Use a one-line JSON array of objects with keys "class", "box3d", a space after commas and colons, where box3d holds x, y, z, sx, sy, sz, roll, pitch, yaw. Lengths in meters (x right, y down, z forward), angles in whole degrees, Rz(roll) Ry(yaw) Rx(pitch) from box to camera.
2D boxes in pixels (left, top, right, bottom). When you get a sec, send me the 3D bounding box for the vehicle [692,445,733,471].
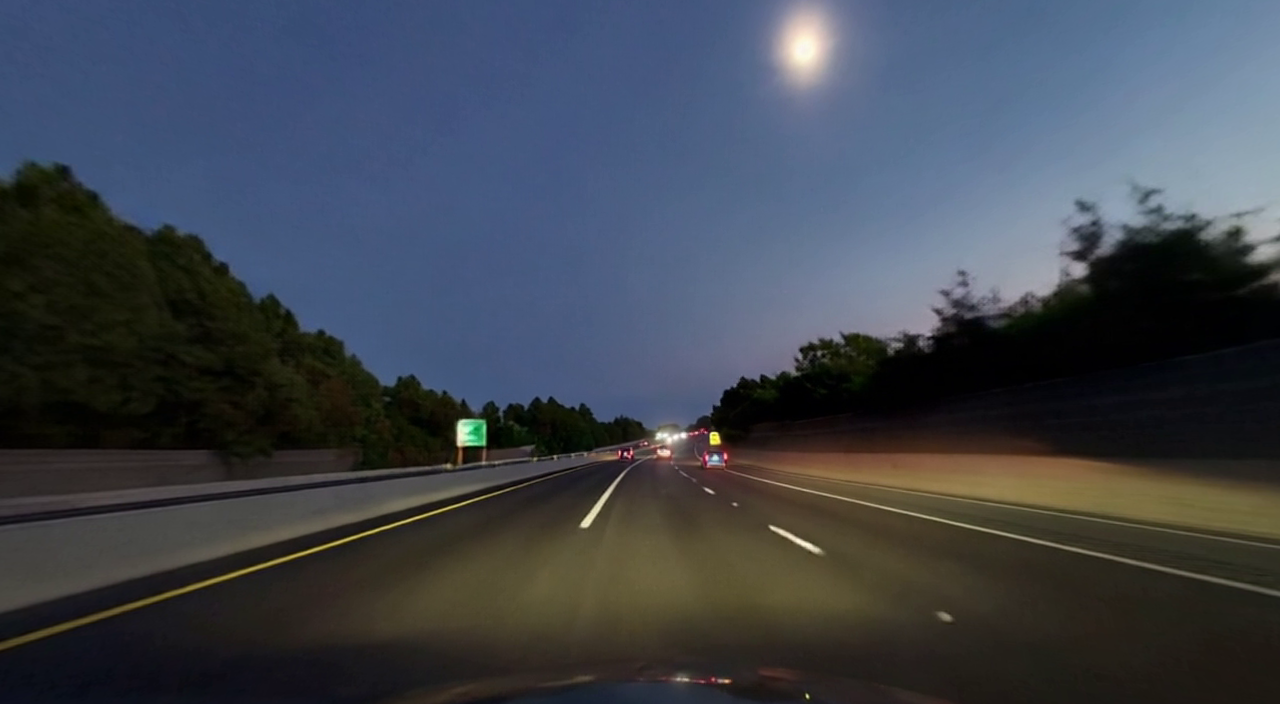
[{"class": "vehicle", "box3d": [4.726, 6.989, 41.585, 2.175, 1.574, 3.943, 0, -9, 0]}]
